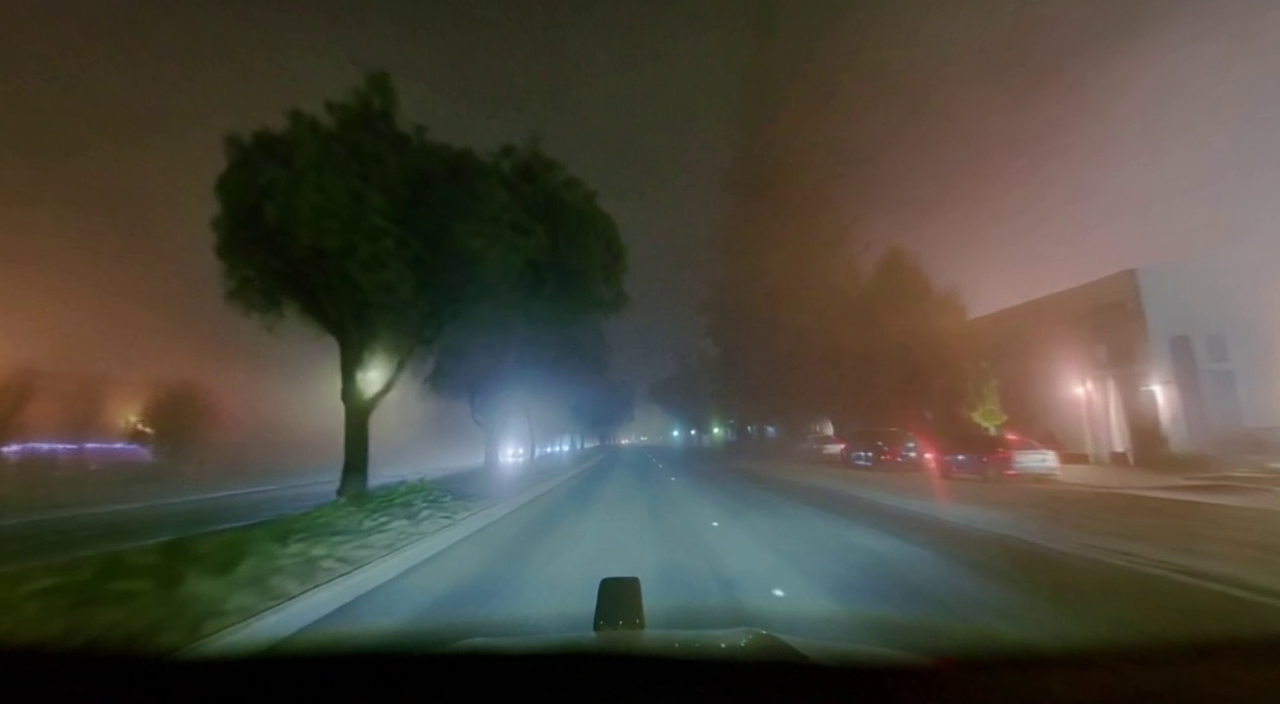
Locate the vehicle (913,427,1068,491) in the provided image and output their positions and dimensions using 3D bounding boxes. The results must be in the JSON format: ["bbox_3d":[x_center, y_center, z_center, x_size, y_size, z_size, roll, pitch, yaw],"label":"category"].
[{"bbox_3d":[9.831,3.037,18.182,1.970,1.610,4.247,0,-8,-1],"label":"vehicle"}]

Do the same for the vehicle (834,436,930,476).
[{"bbox_3d":[9.652,4.195,25.657,1.930,1.453,4.665,0,-8,-1],"label":"vehicle"}]

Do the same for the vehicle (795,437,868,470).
[{"bbox_3d":[9.446,5.049,31.607,1.898,1.477,4.695,1,-8,-4],"label":"vehicle"}]
